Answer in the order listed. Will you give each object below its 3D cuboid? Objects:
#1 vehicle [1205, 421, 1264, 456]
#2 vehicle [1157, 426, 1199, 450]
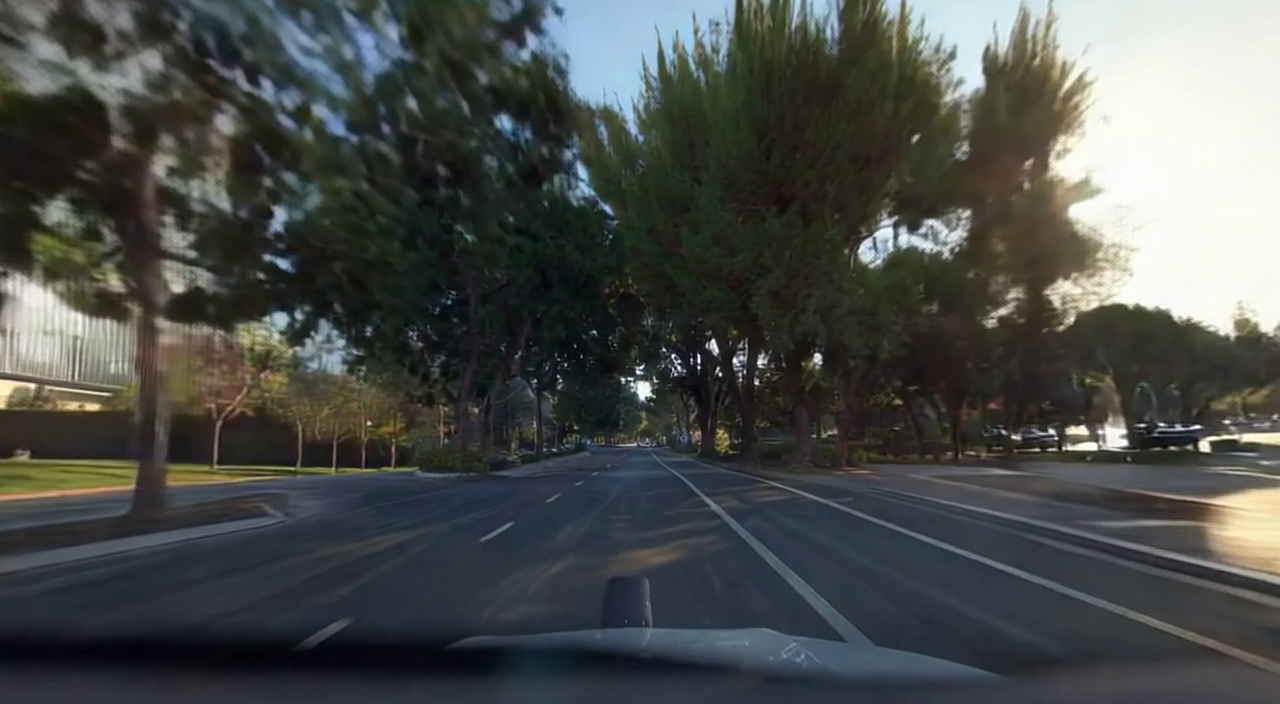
[{"bbox_3d":[32.228,4.775,34.256,1.856,1.730,4.156,-9,-13,38],"label":"vehicle"},{"bbox_3d":[35.246,5.644,41.324,1.828,1.443,3.905,-7,-10,38],"label":"vehicle"}]
